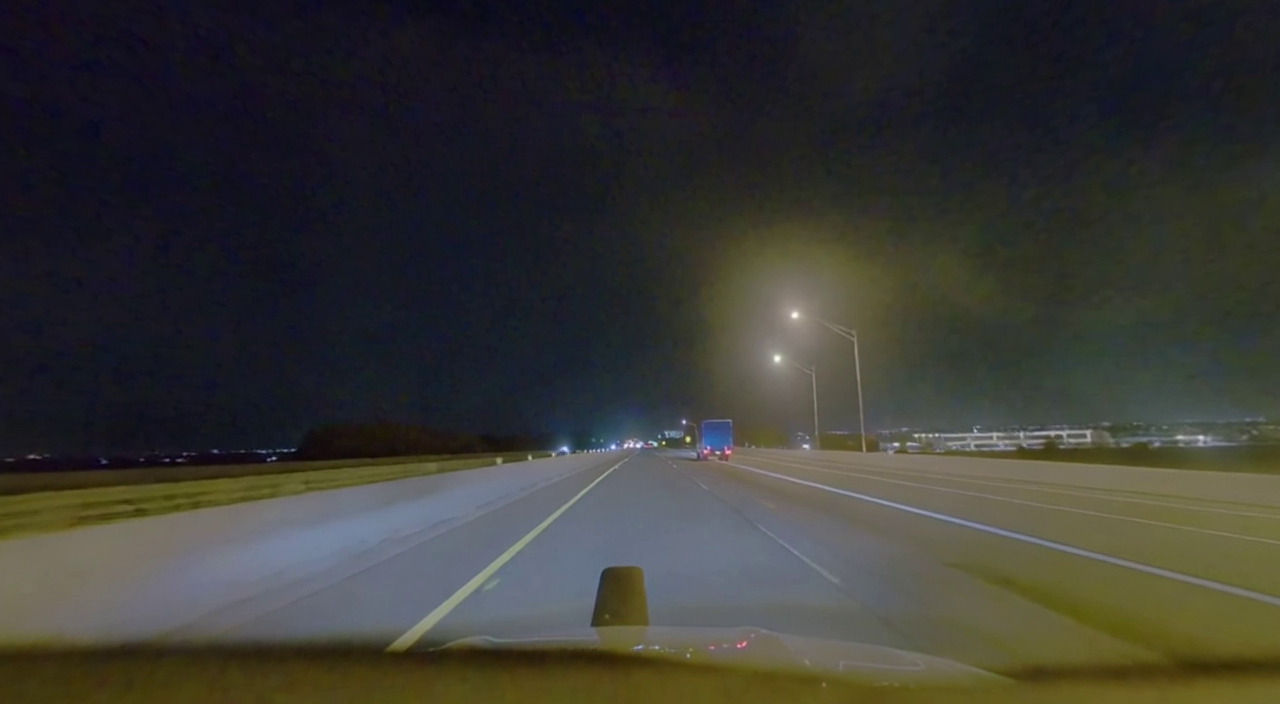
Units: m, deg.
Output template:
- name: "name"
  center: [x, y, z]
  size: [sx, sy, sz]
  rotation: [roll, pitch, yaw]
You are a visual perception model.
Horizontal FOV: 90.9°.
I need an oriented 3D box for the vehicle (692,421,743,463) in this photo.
- name: "vehicle"
  center: [4.869, 5.809, 40.642]
  size: [2.430, 2.495, 6.062]
  rotation: [0, -8, -1]
